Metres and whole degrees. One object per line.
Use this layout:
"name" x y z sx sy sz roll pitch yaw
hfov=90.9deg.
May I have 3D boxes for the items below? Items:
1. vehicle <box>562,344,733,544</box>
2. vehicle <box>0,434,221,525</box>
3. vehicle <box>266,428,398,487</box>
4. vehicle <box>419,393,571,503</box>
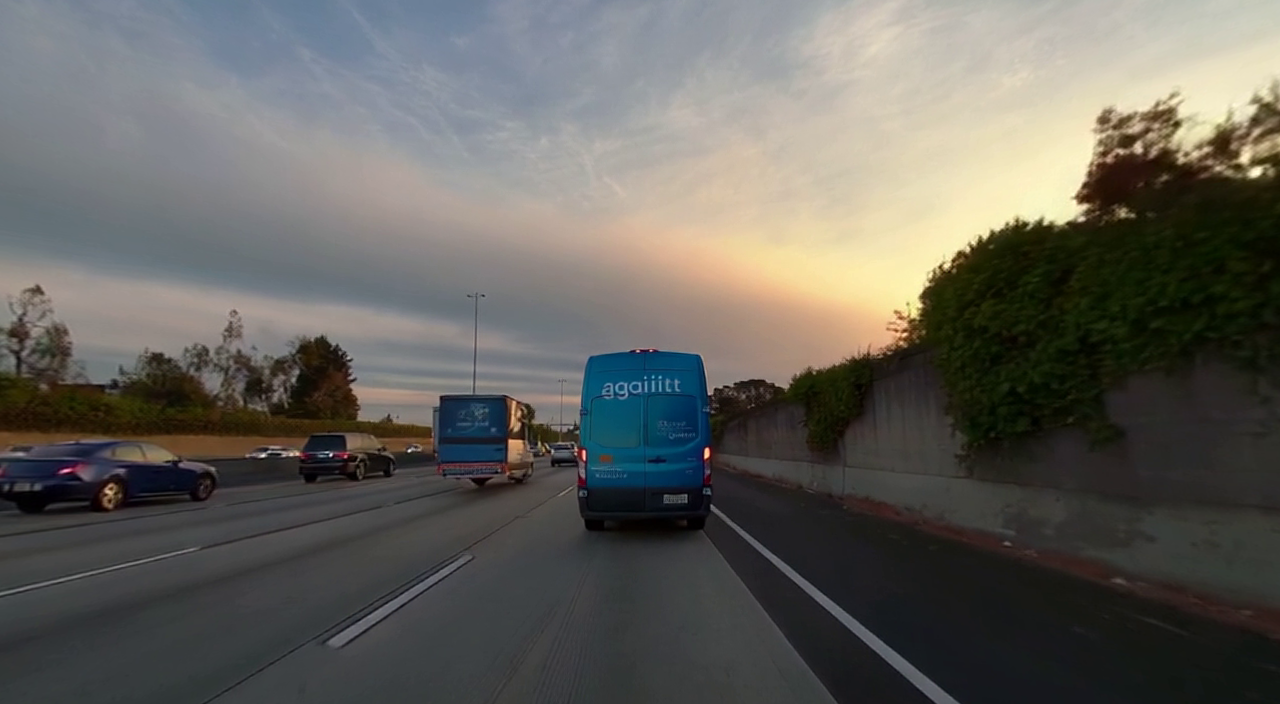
"vehicle" 0.156 1.727 11.929 2.316 2.738 6.398 0 -9 1
"vehicle" -11.081 2.491 12.916 1.839 1.524 4.449 0 -9 2
"vehicle" -10.780 3.735 22.576 2.061 1.846 4.852 -1 -9 3
"vehicle" -3.504 2.534 16.761 2.729 2.439 5.418 0 -9 0
